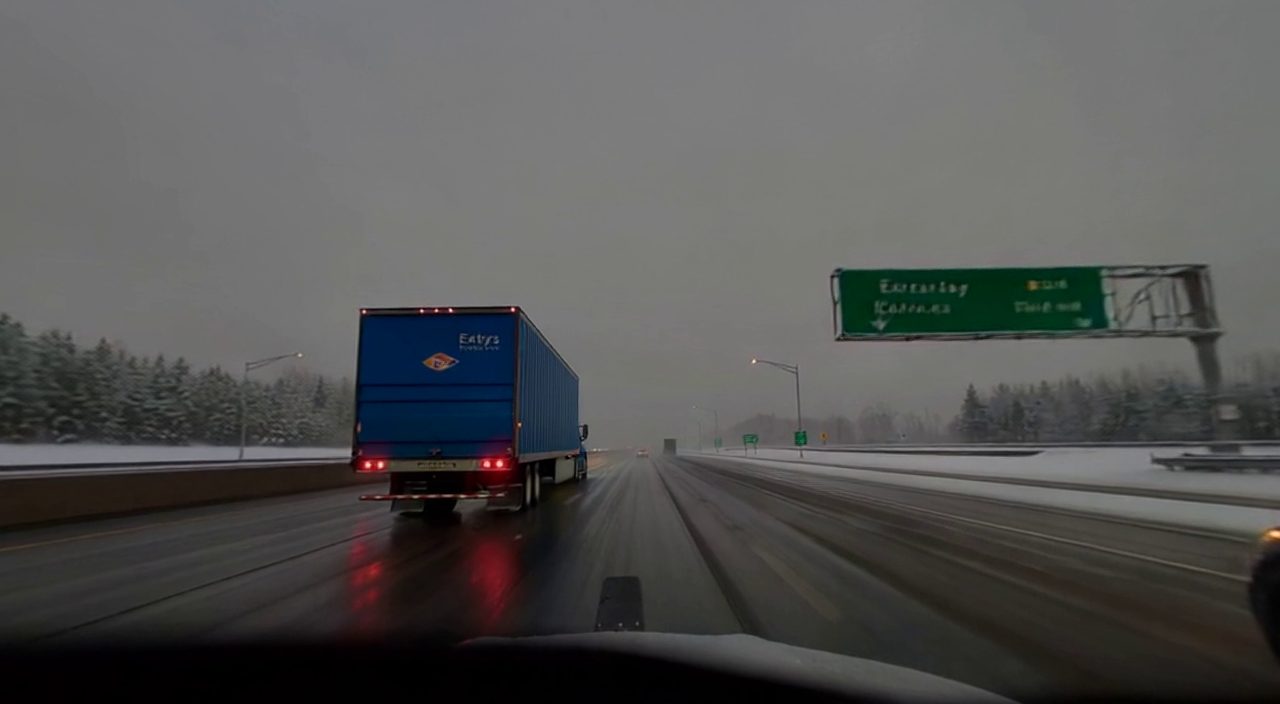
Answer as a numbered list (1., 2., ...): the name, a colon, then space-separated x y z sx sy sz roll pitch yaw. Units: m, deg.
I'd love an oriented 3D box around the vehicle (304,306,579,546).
1. vehicle: -3.239 1.669 13.287 2.922 3.458 8.360 0 -9 1
